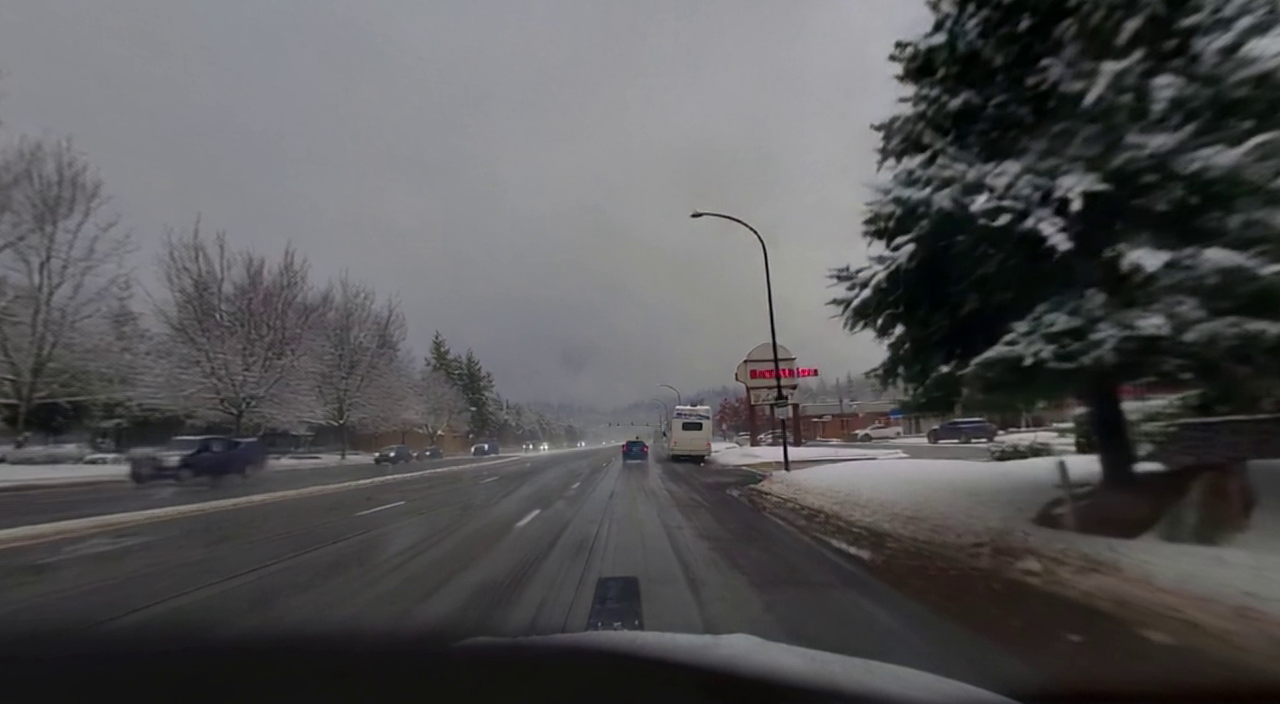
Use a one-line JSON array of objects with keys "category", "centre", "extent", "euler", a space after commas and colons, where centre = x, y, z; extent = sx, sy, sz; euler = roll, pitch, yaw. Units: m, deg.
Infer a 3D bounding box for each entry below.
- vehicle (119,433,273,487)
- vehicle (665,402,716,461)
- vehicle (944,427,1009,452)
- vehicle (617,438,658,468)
[{"category": "vehicle", "centre": [-15.233, 3.720, 22.093], "extent": [2.041, 1.685, 4.571], "euler": [0, -9, 0]}, {"category": "vehicle", "centre": [3.542, 5.929, 46.425], "extent": [2.896, 3.921, 8.415], "euler": [0, -9, -1]}, {"category": "vehicle", "centre": [24.611, 6.339, 46.133], "extent": [4.430, 1.659, 1.905], "euler": [3, -8, -28]}, {"category": "vehicle", "centre": [-0.184, 5.544, 34.729], "extent": [2.103, 1.506, 4.742], "euler": [0, -9, -2]}]
